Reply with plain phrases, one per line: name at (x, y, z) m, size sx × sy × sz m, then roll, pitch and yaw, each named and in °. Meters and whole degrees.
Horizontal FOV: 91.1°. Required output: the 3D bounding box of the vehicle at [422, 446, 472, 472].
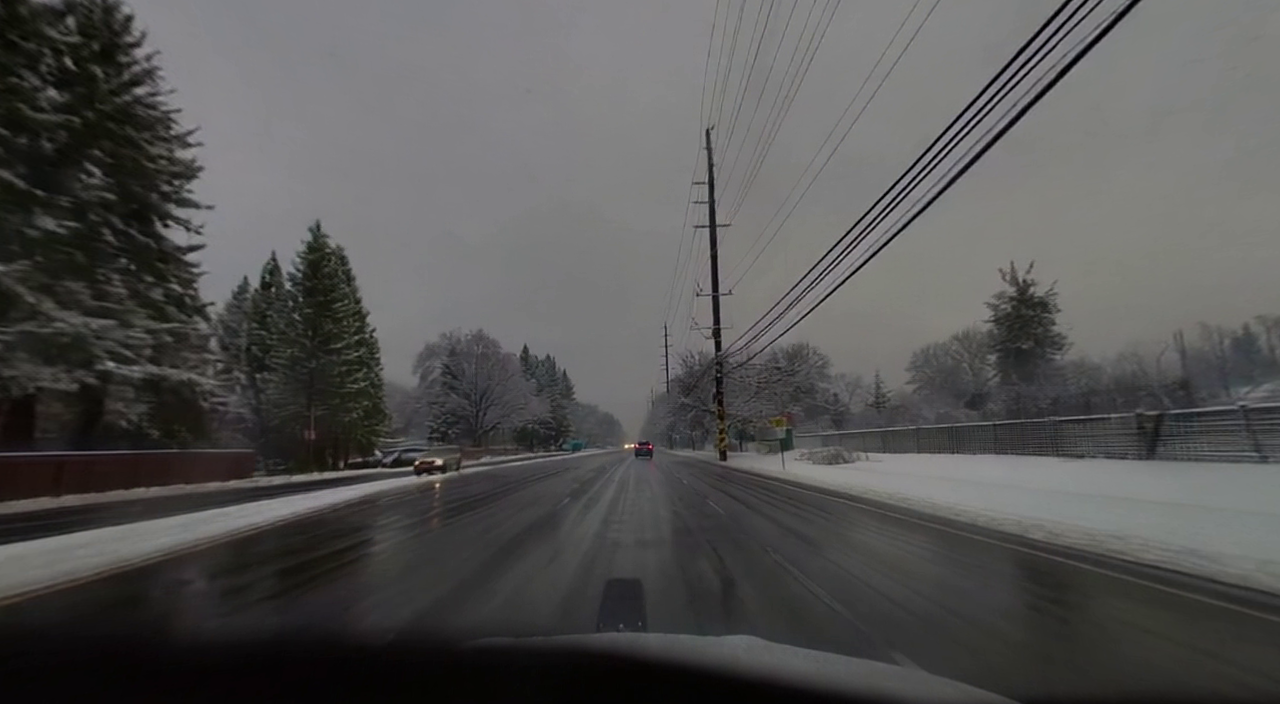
vehicle at (-12.935, 7.172, 42.310) m, size 1.904 × 1.622 × 4.348 m, roll 0°, pitch -8°, yaw 2°
